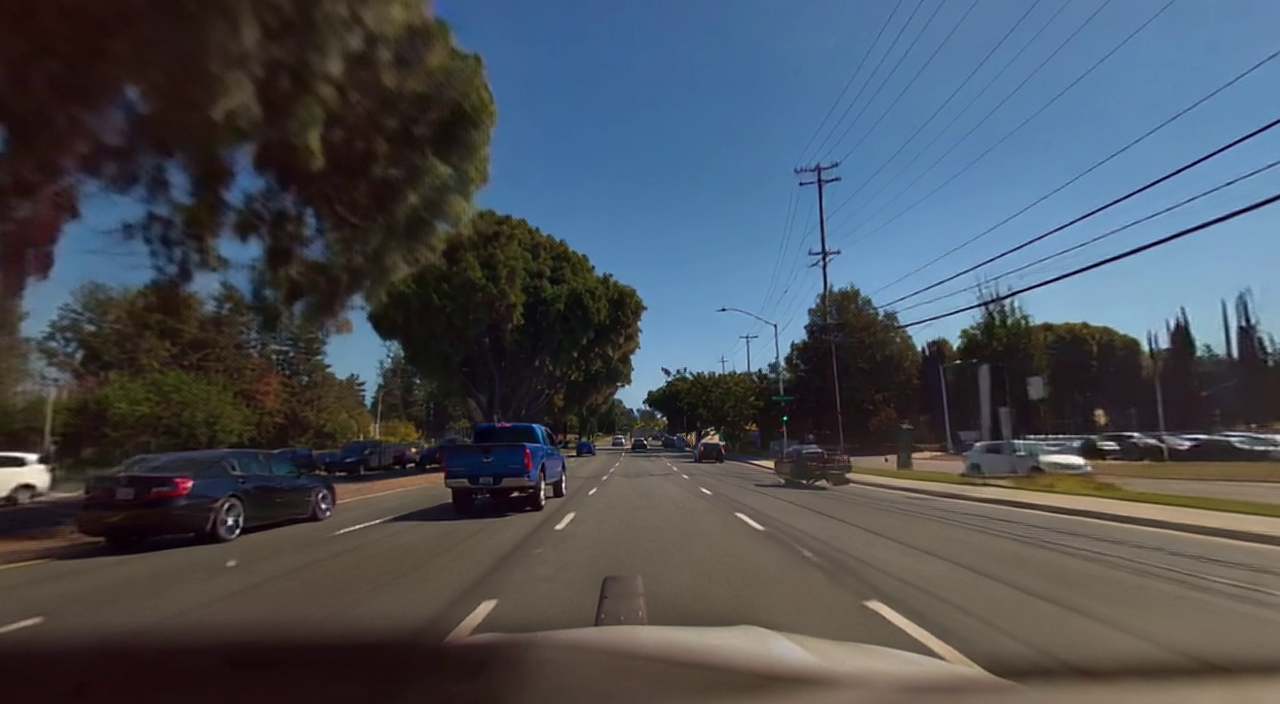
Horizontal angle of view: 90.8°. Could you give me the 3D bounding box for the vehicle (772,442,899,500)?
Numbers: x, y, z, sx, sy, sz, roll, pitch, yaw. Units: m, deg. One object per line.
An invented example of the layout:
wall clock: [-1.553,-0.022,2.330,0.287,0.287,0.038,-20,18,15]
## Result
vehicle: [5.402,3.341,18.190,1.840,1.428,4.602,1,-9,-5]

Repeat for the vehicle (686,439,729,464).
vehicle: [4.194,6.277,40.002,2.071,1.435,4.226,0,-9,-3]

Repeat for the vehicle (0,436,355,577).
vehicle: [-6.310,2.026,9.218,2.035,1.497,4.723,0,-9,1]

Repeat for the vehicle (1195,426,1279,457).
vehicle: [34.789,5.105,36.011,4.595,1.701,2.257,2,-9,-12]

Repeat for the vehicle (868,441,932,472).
vehicle: [16.581,6.675,40.632,2.044,1.812,4.935,0,-9,1]

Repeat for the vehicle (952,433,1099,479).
vehicle: [17.708,4.808,29.517,2.267,1.925,5.964,2,-9,-12]

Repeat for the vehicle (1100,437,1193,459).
vehicle: [35.056,6.679,43.827,4.630,1.444,1.994,0,-9,2]

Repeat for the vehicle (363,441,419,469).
vehicle: [-17.800,7.370,45.470,2.114,1.892,4.773,0,-8,-1]

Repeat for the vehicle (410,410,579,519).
vehicle: [-2.983,2.536,14.790,2.467,1.991,6.089,0,-9,1]
